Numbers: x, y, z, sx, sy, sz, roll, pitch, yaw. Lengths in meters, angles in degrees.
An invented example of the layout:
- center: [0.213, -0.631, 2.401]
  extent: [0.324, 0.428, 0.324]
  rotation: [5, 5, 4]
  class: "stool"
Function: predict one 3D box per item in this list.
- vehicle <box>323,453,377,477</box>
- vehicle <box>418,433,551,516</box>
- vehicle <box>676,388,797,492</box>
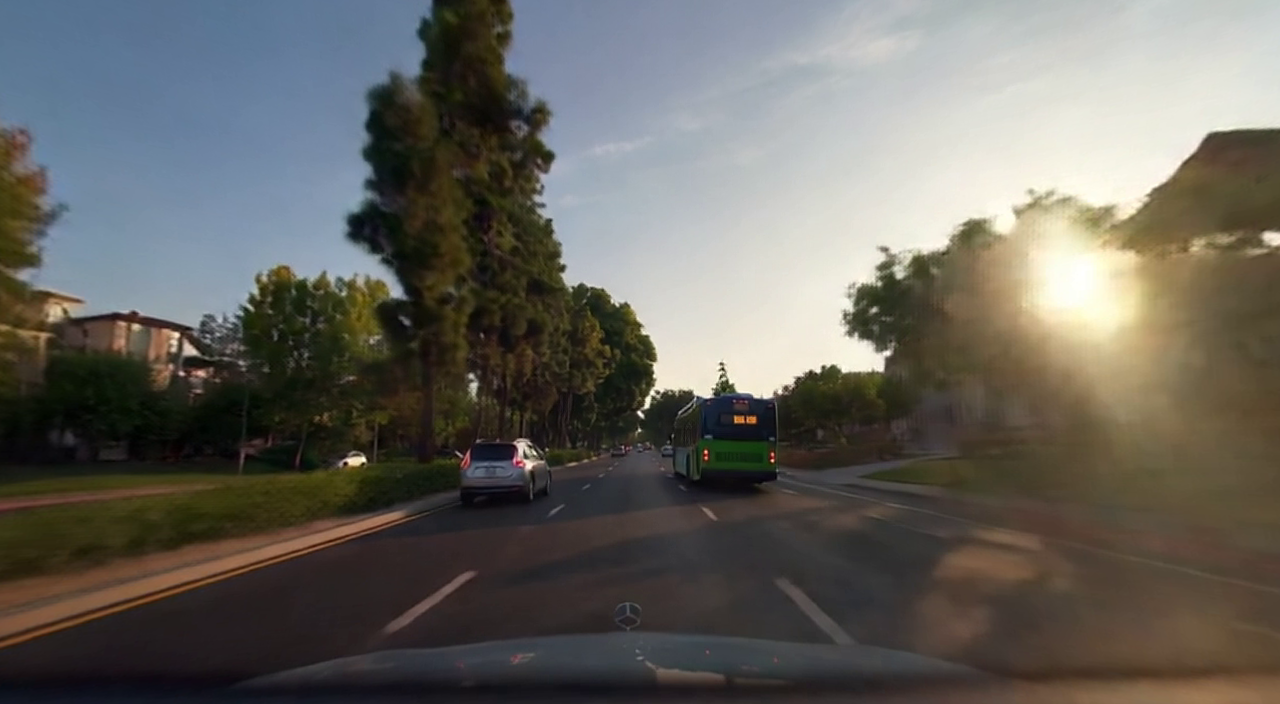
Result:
- center: [-22.338, 8.697, 48.518]
  extent: [2.018, 1.648, 4.631]
  rotation: [0, -8, -1]
  class: "vehicle"
- center: [-3.663, 2.969, 15.741]
  extent: [2.111, 1.767, 4.333]
  rotation: [0, -8, 1]
  class: "vehicle"
- center: [3.404, 3.719, 26.254]
  extent: [3.072, 3.278, 12.747]
  rotation: [0, -8, 0]
  class: "vehicle"
